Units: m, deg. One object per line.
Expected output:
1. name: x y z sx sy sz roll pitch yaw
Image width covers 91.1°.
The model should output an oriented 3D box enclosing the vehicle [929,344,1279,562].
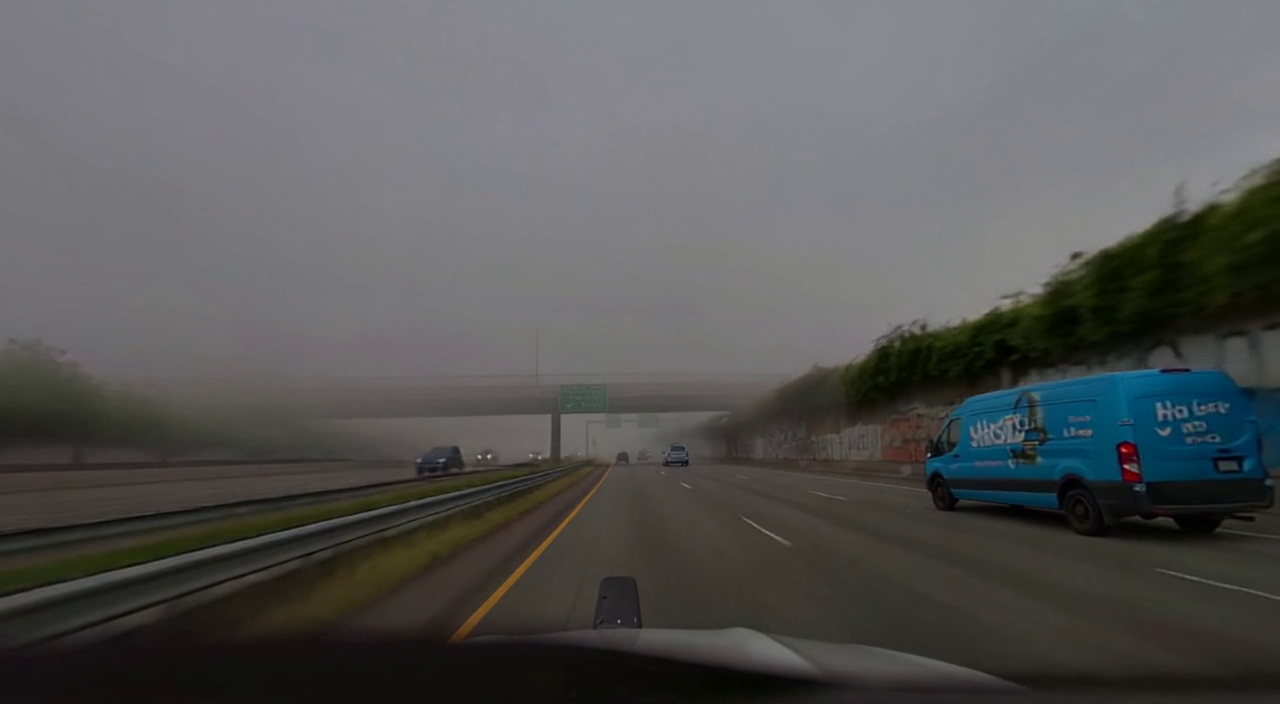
1. vehicle: 7.415 1.633 10.515 2.283 2.631 5.719 0 -9 -1

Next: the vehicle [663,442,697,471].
1. vehicle: 2.888 7.670 46.218 2.007 1.943 5.010 0 -9 -2

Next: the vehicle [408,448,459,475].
1. vehicle: -12.174 6.429 37.203 1.774 1.495 3.698 0 -9 -1
